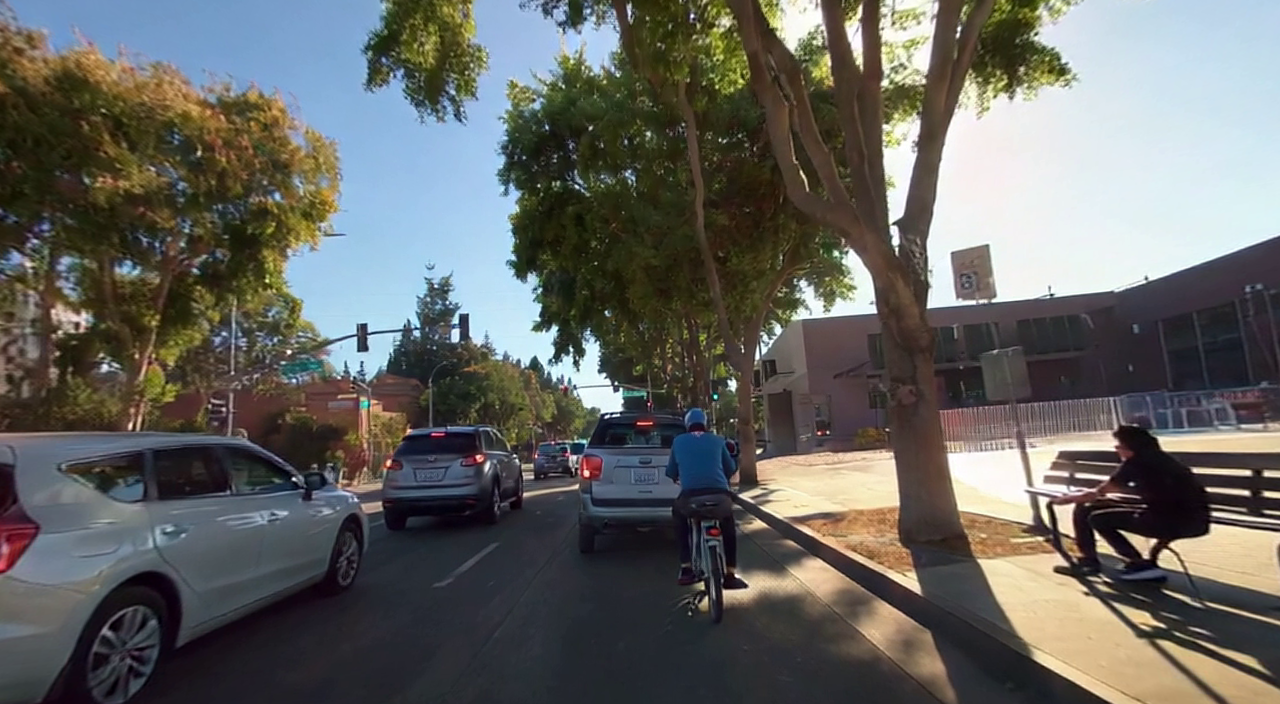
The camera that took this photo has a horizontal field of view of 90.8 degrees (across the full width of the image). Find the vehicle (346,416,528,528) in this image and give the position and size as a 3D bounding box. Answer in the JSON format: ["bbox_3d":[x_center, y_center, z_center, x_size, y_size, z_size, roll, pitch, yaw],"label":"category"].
[{"bbox_3d":[-3.609,2.237,12.286,2.046,1.750,4.452,0,-9,0],"label":"vehicle"}]

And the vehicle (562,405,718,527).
[{"bbox_3d":[-0.049,2.159,12.457,2.426,1.882,5.027,0,-9,-1],"label":"vehicle"}]

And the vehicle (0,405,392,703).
[{"bbox_3d":[-3.584,1.235,4.295,2.064,1.486,4.140,0,-9,1],"label":"vehicle"}]
